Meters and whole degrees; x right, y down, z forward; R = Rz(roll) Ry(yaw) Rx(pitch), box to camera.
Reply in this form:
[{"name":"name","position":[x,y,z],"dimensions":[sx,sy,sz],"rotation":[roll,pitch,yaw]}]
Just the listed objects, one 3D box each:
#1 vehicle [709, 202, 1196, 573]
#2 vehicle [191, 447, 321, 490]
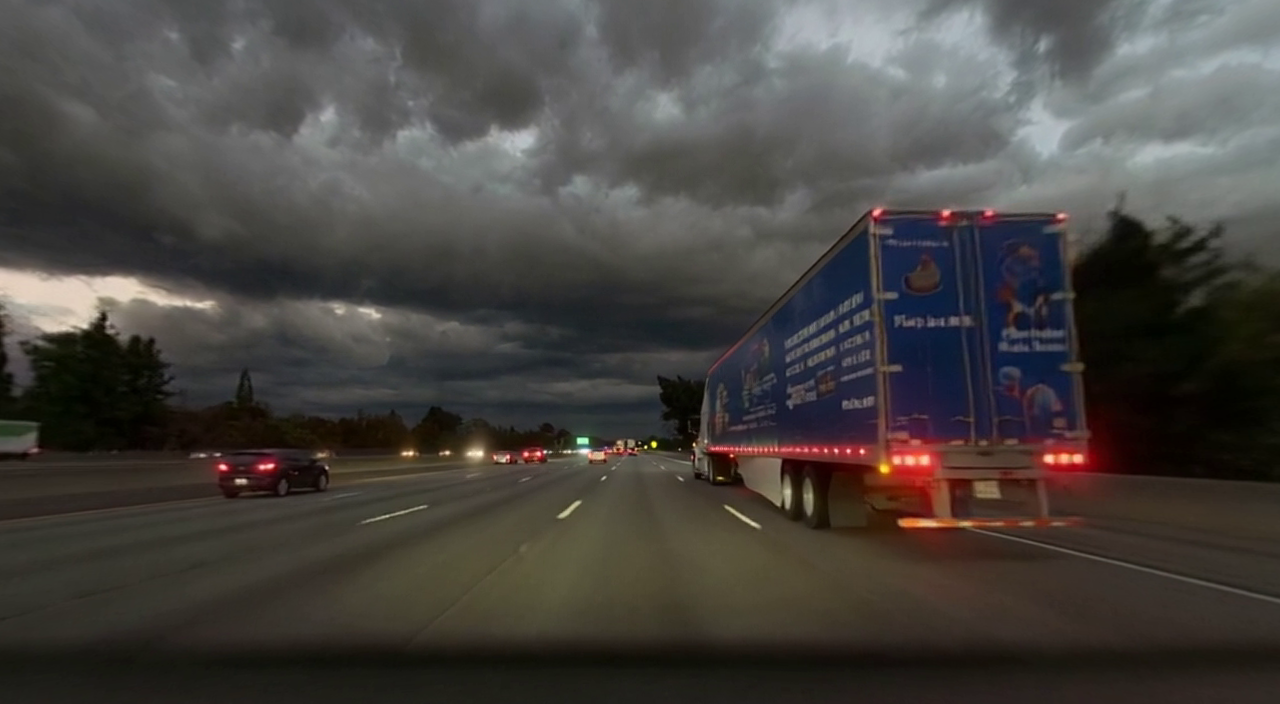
[{"name":"vehicle","position":[4.203,1.468,14.685],"dimensions":[3.140,4.100,15.551],"rotation":[0,-9,-1]},{"name":"vehicle","position":[-14.496,4.378,24.243],"dimensions":[1.982,1.471,4.747],"rotation":[0,-9,0]}]
